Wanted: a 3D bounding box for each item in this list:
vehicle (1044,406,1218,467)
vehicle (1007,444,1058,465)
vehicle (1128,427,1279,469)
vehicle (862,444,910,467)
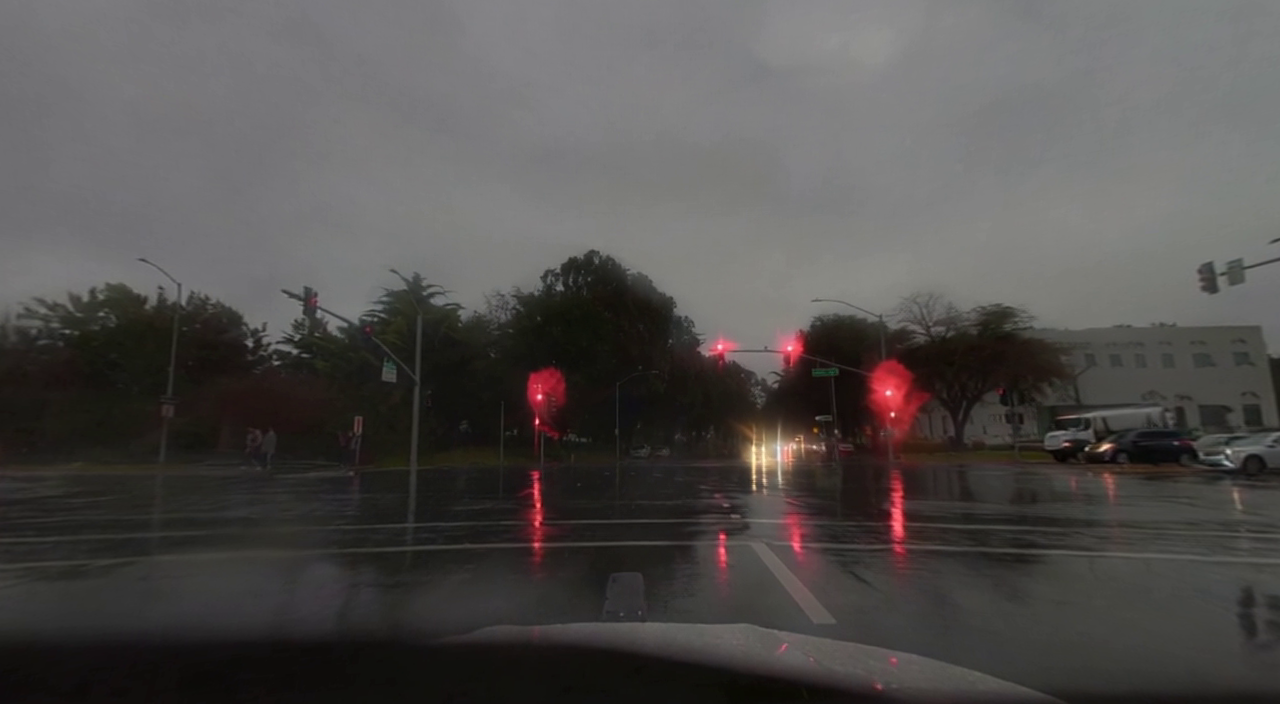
[{"bbox_3d":[22.994,4.014,29.858,5.855,2.746,2.523,-1,-9,4],"label":"vehicle"},{"bbox_3d":[27.722,7.266,44.755,1.589,1.405,3.633,-1,-9,6],"label":"vehicle"},{"bbox_3d":[21.366,3.567,23.485,4.740,1.464,1.876,-1,-9,3],"label":"vehicle"},{"bbox_3d":[17.557,7.379,45.282,1.789,1.557,4.293,0,-9,1],"label":"vehicle"}]
